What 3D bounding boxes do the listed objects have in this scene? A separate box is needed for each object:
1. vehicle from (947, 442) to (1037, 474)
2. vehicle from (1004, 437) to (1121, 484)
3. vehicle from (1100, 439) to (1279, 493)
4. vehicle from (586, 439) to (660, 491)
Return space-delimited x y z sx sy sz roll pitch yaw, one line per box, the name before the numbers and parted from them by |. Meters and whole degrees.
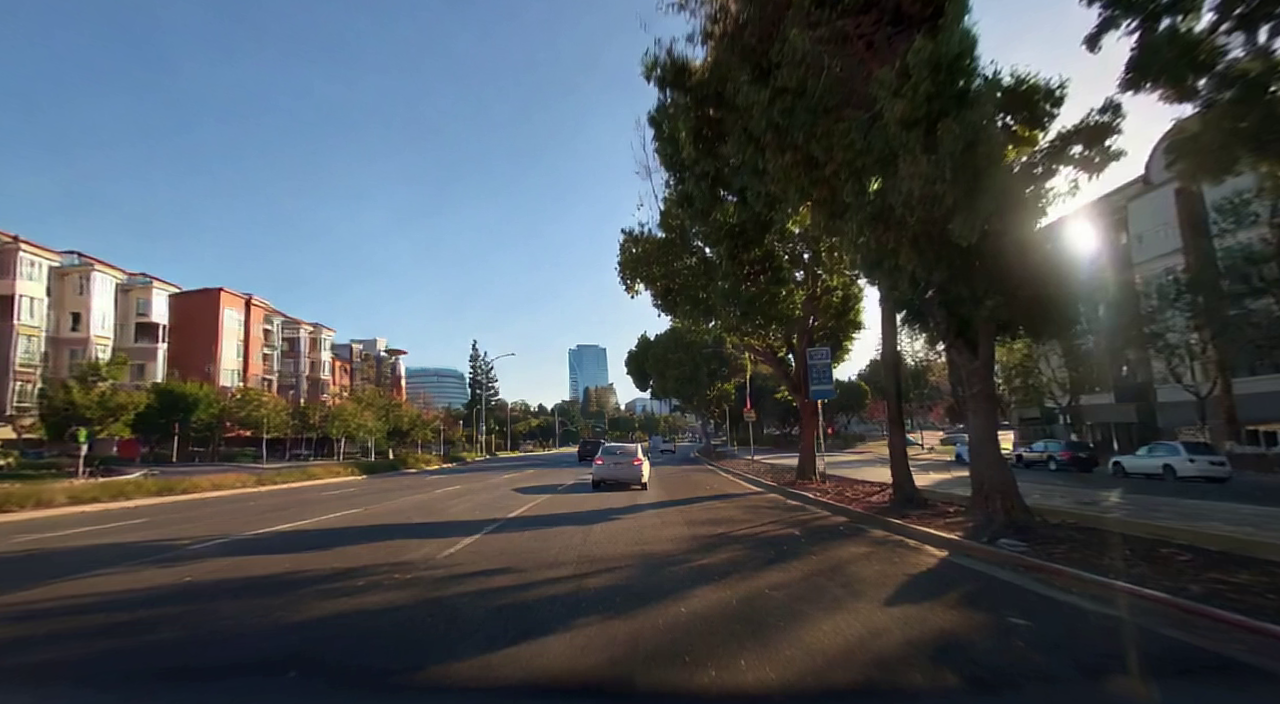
vehicle | 17.512 5.294 31.738 1.857 1.441 4.721 0 -9 1
vehicle | 17.420 4.434 26.355 1.942 1.690 4.453 -3 -8 4
vehicle | 17.420 3.572 20.180 1.774 1.480 4.757 0 -9 -1
vehicle | -0.450 3.571 20.334 2.133 1.481 4.276 0 -9 1
